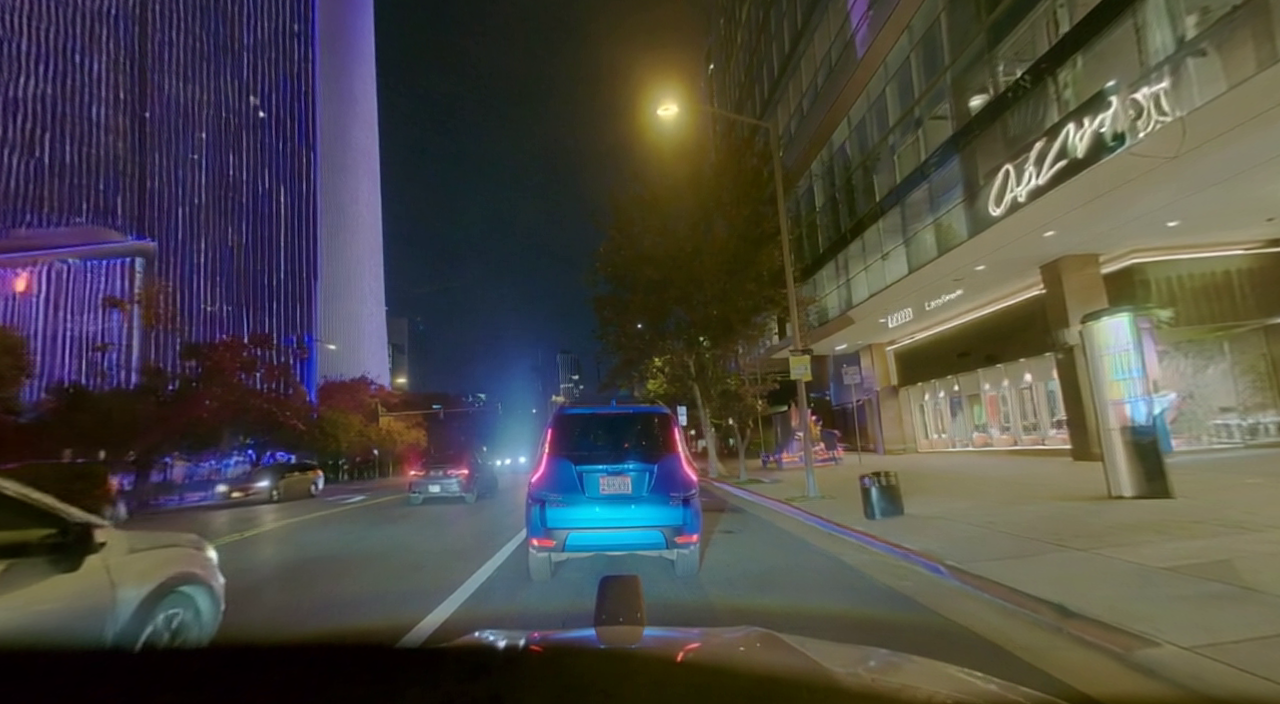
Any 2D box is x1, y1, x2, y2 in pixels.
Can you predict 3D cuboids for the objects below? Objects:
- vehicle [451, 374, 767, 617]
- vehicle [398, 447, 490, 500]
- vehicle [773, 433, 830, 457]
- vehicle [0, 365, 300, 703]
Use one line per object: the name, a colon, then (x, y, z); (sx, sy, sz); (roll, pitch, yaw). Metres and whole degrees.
vehicle: (-0.337, 1.464, 7.358); (2.531, 1.930, 4.382); (0, -8, -3)
vehicle: (-6.024, 3.743, 19.992); (1.876, 1.448, 4.464); (1, -8, -6)
vehicle: (10.421, 5.989, 40.662); (1.877, 1.416, 3.965); (-8, -12, 40)
vehicle: (-3.300, 0.871, 2.149); (1.971, 1.658, 4.428); (0, -8, -3)
